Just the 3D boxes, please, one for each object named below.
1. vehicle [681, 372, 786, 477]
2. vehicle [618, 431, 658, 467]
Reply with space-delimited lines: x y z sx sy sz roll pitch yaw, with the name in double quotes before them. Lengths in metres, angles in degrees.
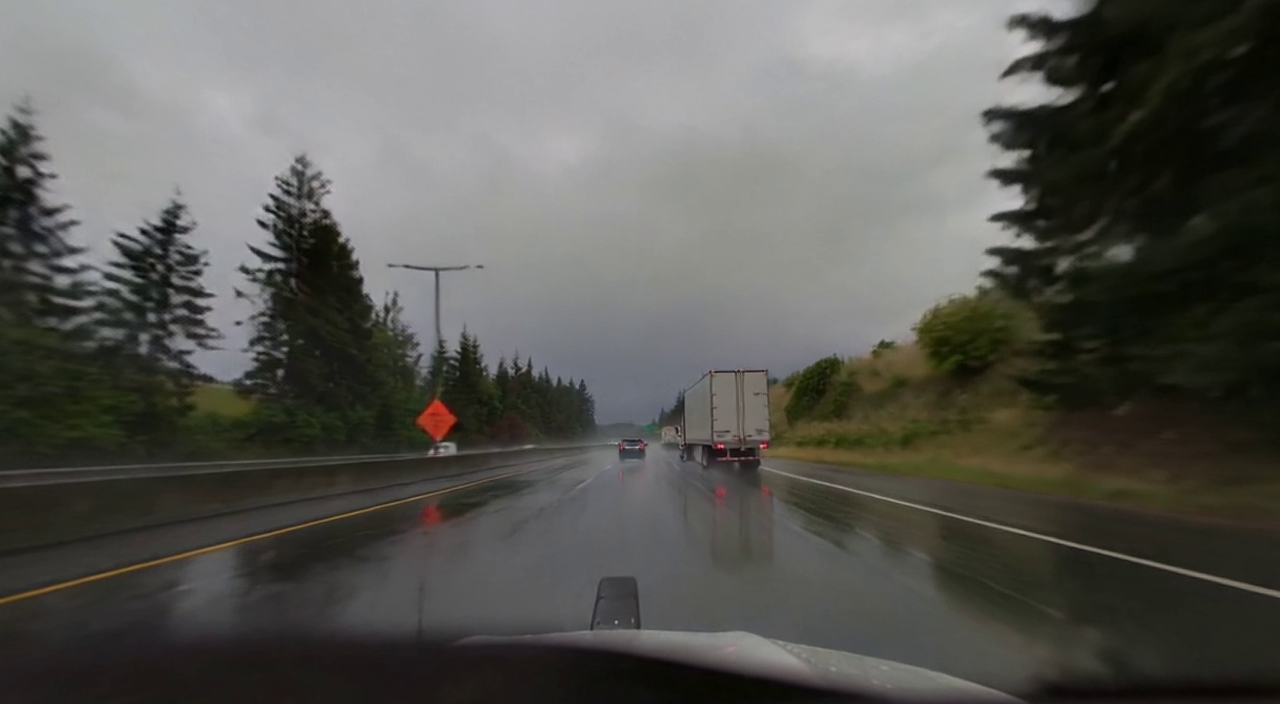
"vehicle" 4.156 3.890 32.108 3.005 4.121 14.417 0 -8 -1
"vehicle" -0.111 5.651 36.879 2.211 1.933 4.315 -1 -8 0
